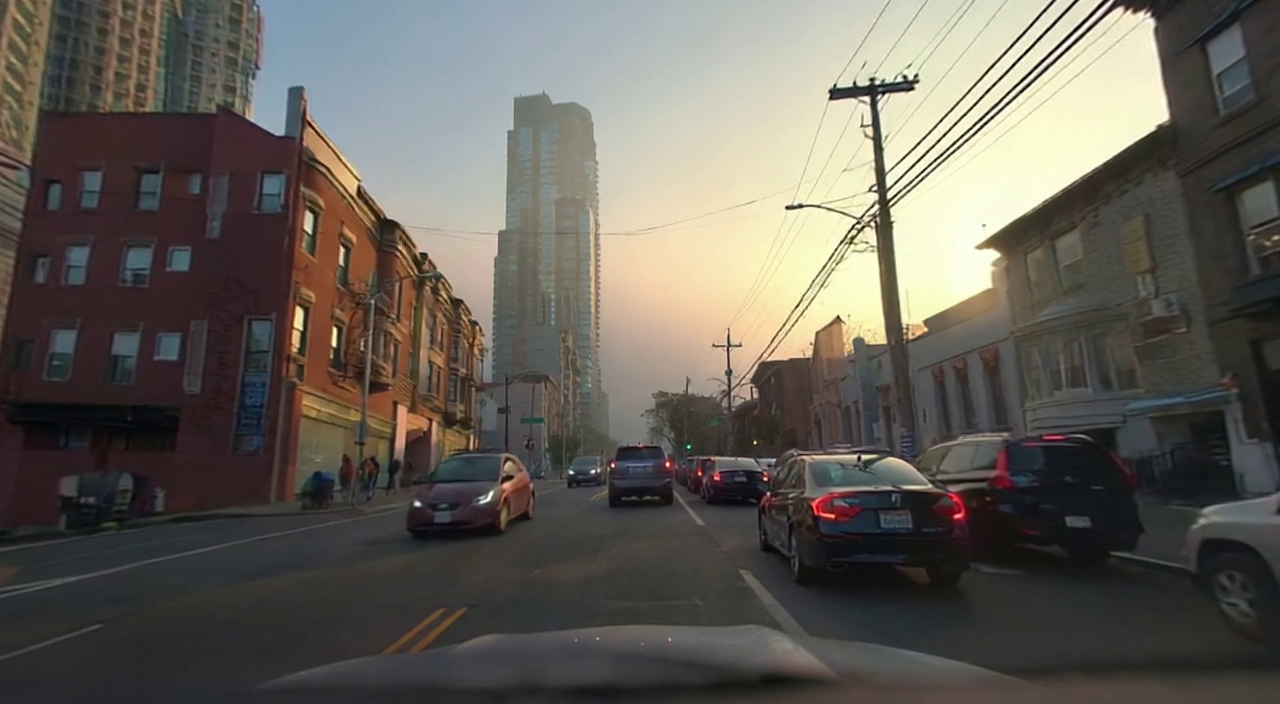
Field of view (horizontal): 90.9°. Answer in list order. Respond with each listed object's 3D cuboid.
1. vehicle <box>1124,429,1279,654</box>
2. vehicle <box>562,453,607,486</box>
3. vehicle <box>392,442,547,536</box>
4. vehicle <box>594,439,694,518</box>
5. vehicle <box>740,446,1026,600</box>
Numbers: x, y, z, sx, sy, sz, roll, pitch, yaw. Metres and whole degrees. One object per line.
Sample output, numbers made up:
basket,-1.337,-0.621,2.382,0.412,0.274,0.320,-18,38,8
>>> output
vehicle,5.526,1.200,3.611,1.931,1.585,4.387,0,-9,-1
vehicle,-3.024,6.520,35.233,2.023,1.646,4.282,-1,-8,1
vehicle,-3.471,2.856,13.850,2.112,1.705,4.365,0,-8,1
vehicle,0.036,3.131,16.194,2.232,1.736,4.036,0,-8,-1
vehicle,2.708,1.995,8.385,2.029,1.460,4.451,0,-8,0
